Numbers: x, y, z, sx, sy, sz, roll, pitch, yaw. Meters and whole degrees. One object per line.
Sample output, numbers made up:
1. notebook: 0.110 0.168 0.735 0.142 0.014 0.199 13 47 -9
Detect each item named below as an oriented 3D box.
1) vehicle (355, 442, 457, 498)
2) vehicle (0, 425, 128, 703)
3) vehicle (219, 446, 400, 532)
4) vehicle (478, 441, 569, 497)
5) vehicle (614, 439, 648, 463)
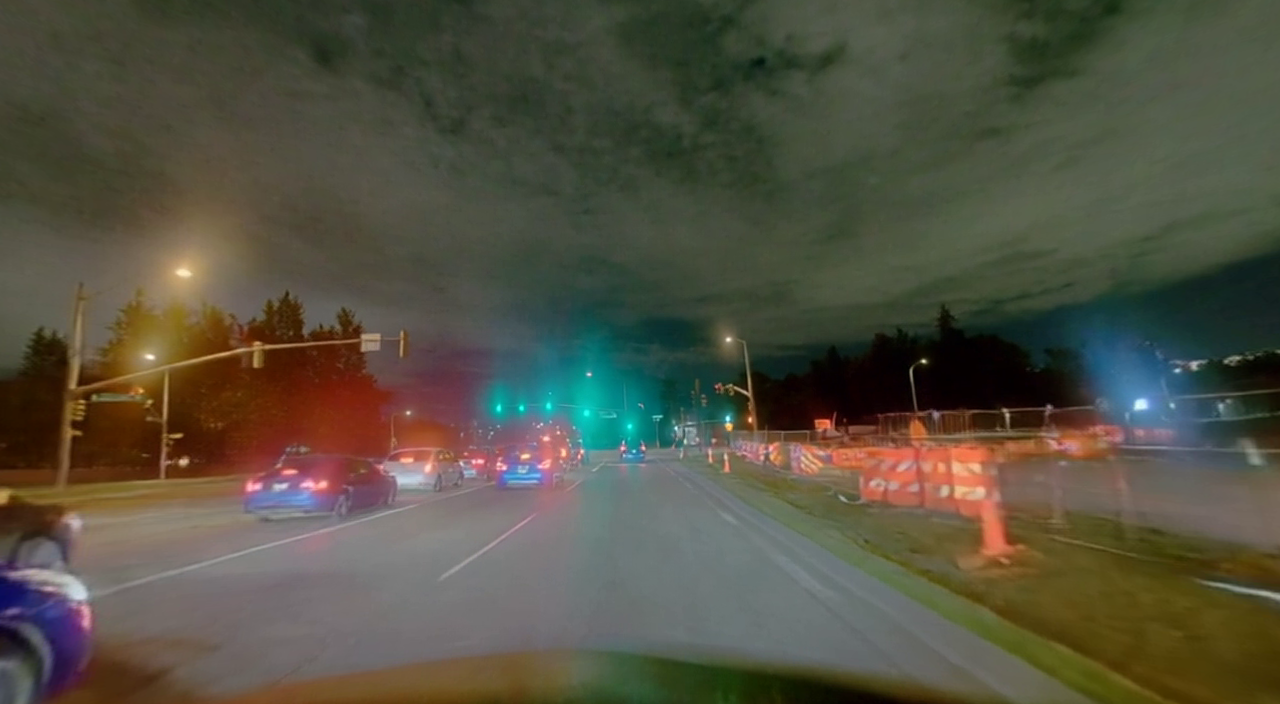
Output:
1. vehicle: -8.138 4.103 22.471 1.949 1.697 4.406 -2 -9 0
2. vehicle: -3.795 0.849 1.059 2.026 1.497 4.577 -2 -9 0
3. vehicle: -7.181 2.957 14.328 1.900 1.507 4.285 -3 -9 -1
4. vehicle: -3.425 3.521 19.415 2.042 1.441 4.172 -1 -9 0
5. vehicle: -0.602 6.636 42.385 2.183 1.506 4.286 0 -9 0
